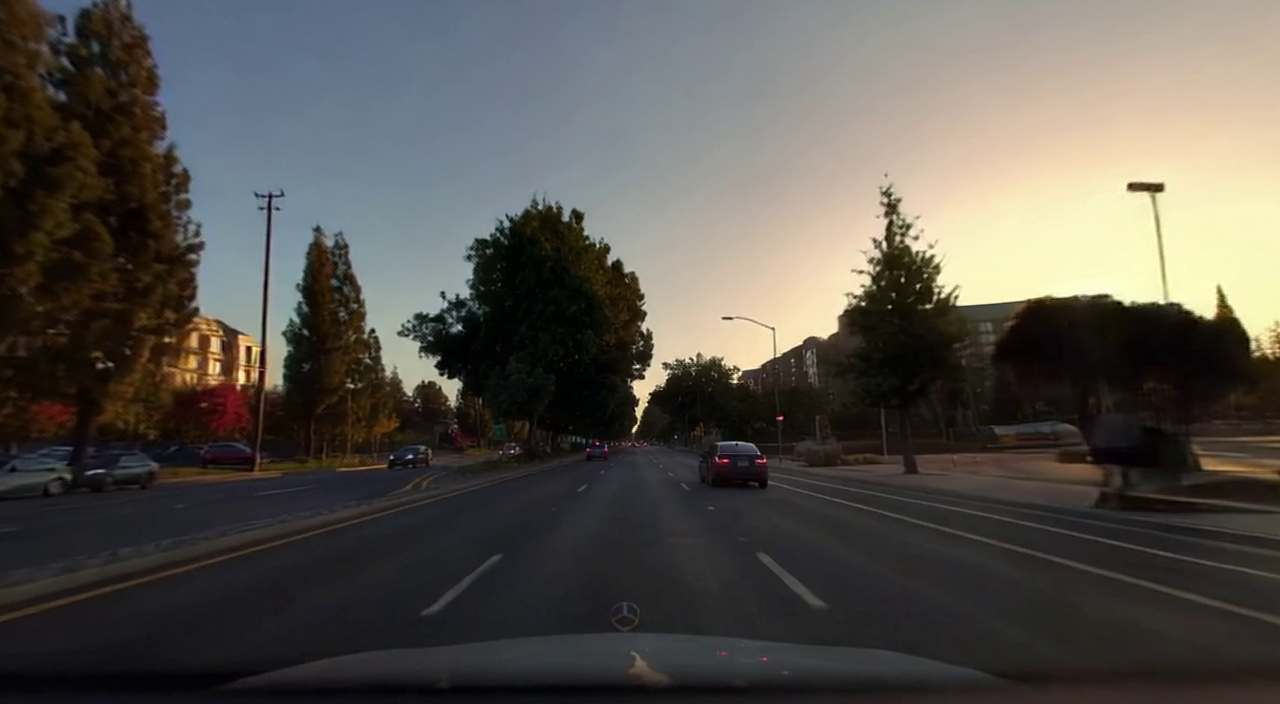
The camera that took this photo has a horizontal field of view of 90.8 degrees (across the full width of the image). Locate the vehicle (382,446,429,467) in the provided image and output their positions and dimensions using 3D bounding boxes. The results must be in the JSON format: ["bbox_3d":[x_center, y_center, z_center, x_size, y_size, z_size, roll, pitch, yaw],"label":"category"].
[{"bbox_3d":[-17.496,7.780,47.248,1.897,1.507,4.132,0,-9,0],"label":"vehicle"}]

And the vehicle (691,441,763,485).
[{"bbox_3d":[3.121,4.090,23.589,1.966,1.449,4.290,0,-9,-1],"label":"vehicle"}]

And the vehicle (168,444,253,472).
[{"bbox_3d":[-30.400,7.510,44.820,4.409,1.912,2.090,0,-9,0],"label":"vehicle"}]

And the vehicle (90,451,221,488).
[{"bbox_3d":[-22.398,5.415,29.553,2.098,1.510,5.072,0,-9,0],"label":"vehicle"}]

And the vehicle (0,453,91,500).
[{"bbox_3d":[-22.383,4.359,22.262,1.865,1.507,4.631,0,-9,0],"label":"vehicle"}]

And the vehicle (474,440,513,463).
[{"bbox_3d":[-11.436,7.816,49.588,2.027,1.716,4.357,0,-9,0],"label":"vehicle"}]
